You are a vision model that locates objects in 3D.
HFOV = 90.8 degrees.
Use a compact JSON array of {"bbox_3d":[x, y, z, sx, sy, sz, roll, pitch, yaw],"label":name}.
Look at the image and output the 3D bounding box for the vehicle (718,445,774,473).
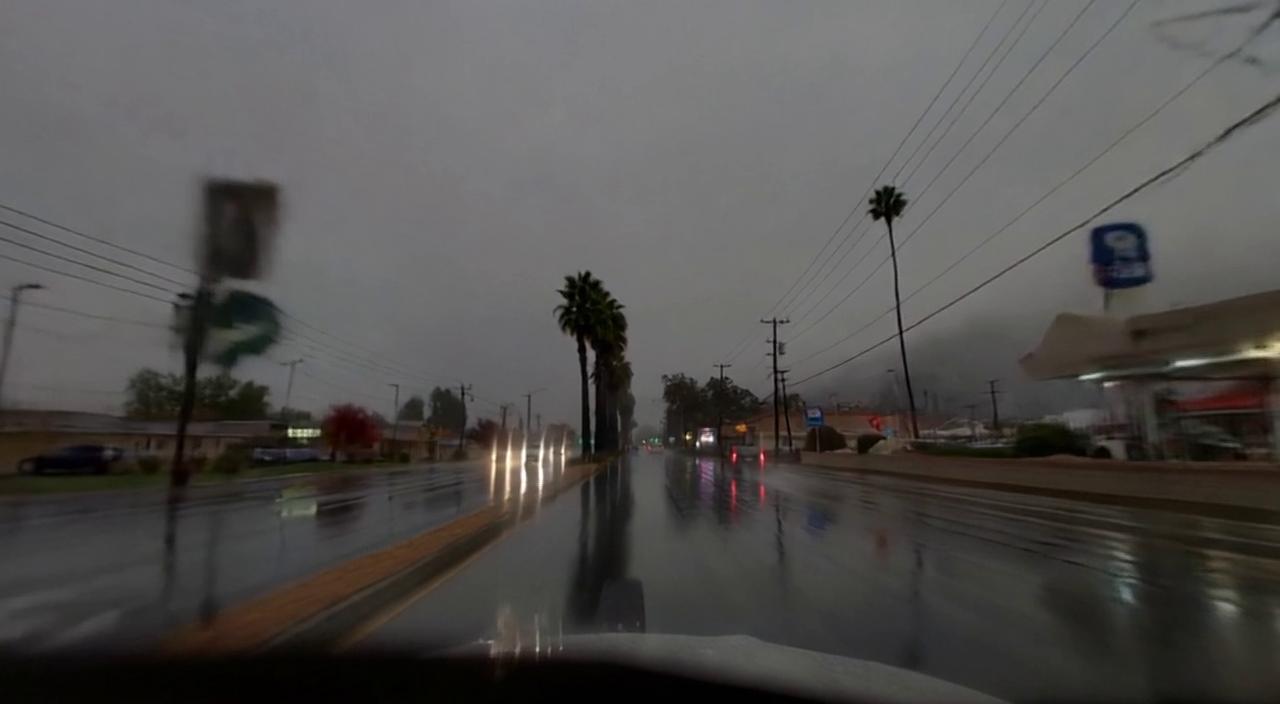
[{"bbox_3d":[5.892,6.004,35.654,2.261,1.479,4.403,0,-8,-2],"label":"vehicle"}]
